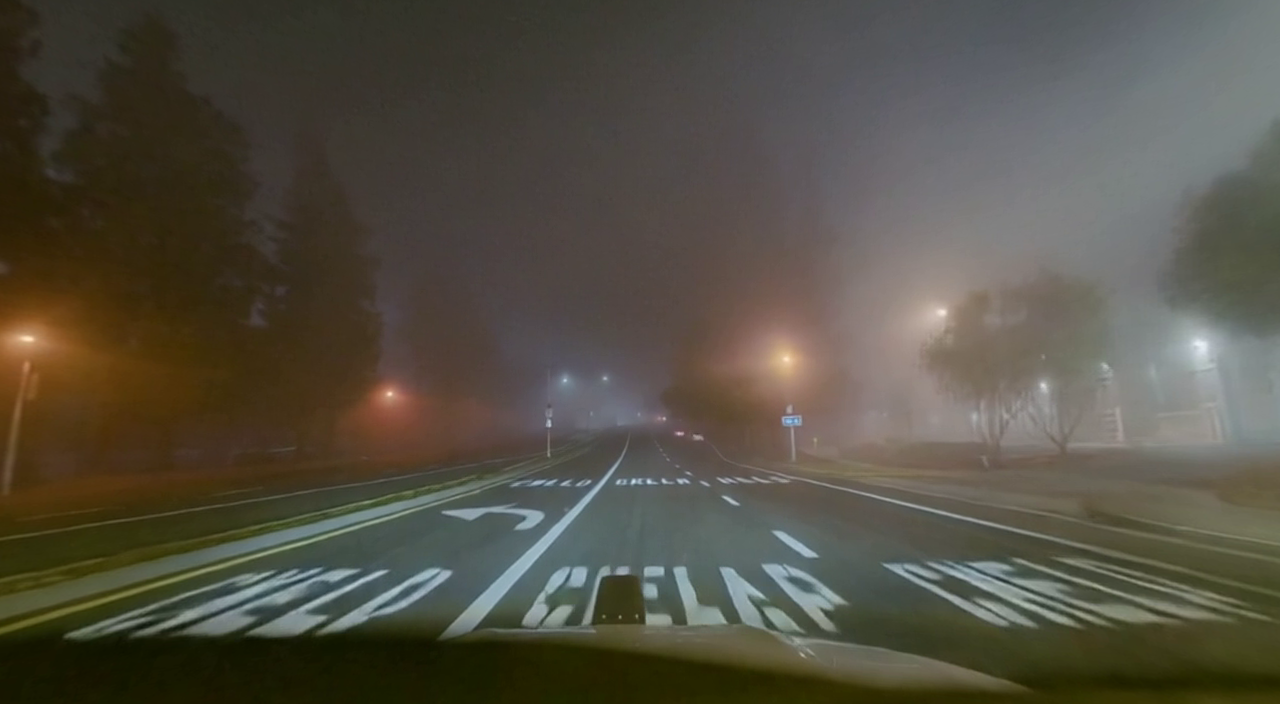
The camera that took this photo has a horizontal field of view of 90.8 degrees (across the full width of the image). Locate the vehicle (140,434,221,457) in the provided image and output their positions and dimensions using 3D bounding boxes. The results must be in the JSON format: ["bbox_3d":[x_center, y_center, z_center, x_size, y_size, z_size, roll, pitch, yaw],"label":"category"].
[{"bbox_3d":[-33.584,6.847,46.212,4.322,1.564,2.204,-1,-10,9],"label":"vehicle"}]
